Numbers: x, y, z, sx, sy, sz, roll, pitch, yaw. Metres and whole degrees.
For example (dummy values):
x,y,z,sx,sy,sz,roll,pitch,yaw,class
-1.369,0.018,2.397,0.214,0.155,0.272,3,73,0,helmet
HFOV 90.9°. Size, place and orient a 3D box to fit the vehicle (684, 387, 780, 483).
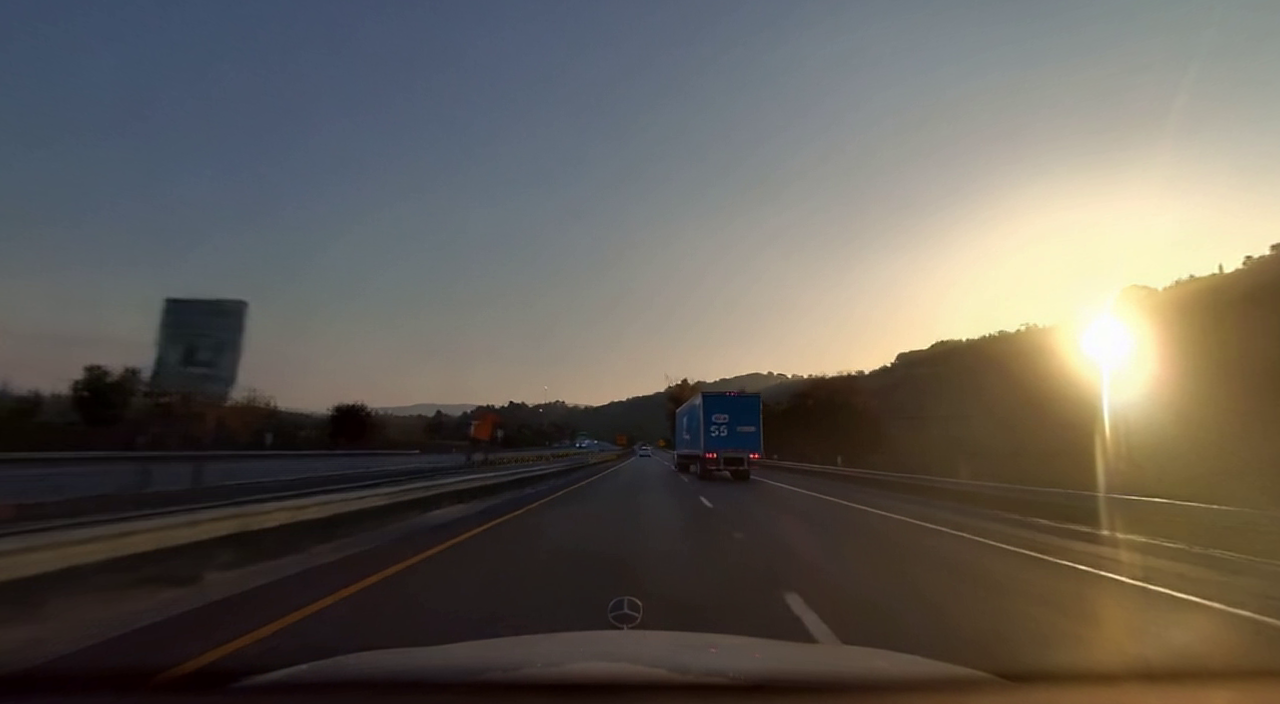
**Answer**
x,y,z,sx,sy,sz,roll,pitch,yaw,class
3.948,4.013,29.770,3.107,3.718,10.231,0,-9,1,vehicle
